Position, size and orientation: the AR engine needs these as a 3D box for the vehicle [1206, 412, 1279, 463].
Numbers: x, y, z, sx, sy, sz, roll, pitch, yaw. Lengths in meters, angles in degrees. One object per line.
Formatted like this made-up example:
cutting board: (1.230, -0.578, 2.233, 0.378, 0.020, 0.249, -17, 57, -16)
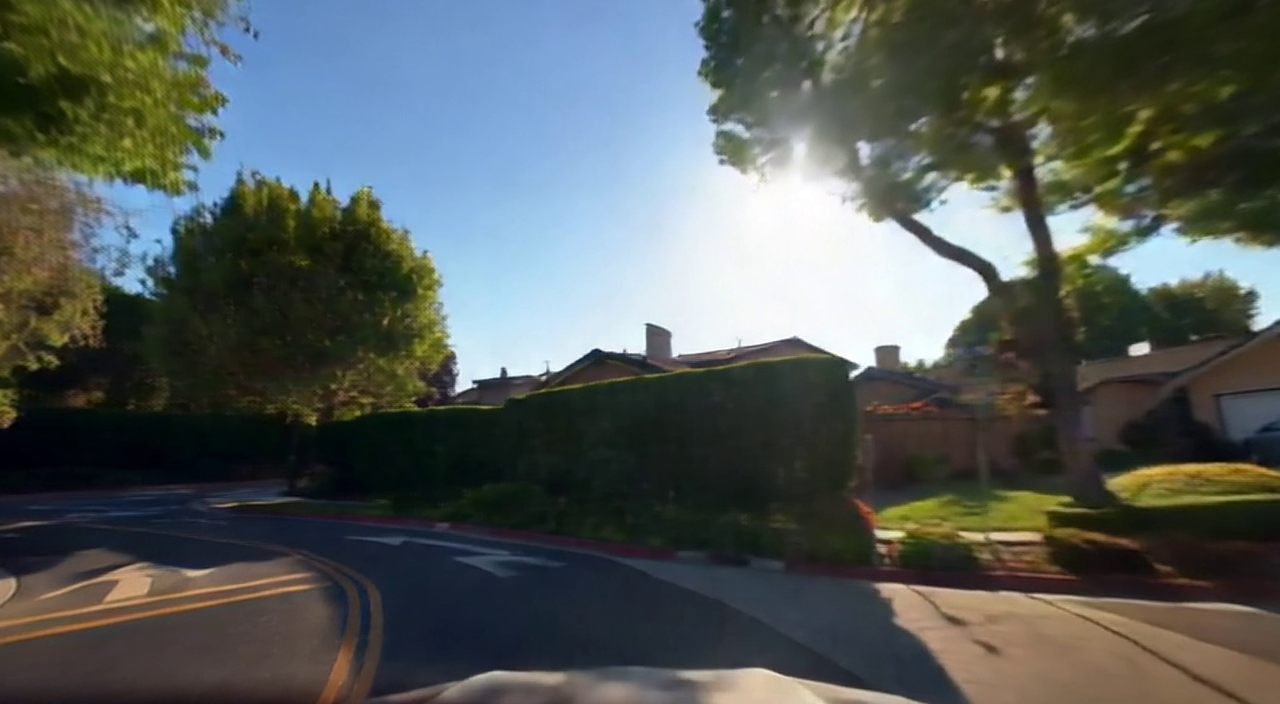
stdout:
vehicle: (20.767, 2.827, 20.670, 1.802, 1.548, 3.501, -2, -9, 15)
